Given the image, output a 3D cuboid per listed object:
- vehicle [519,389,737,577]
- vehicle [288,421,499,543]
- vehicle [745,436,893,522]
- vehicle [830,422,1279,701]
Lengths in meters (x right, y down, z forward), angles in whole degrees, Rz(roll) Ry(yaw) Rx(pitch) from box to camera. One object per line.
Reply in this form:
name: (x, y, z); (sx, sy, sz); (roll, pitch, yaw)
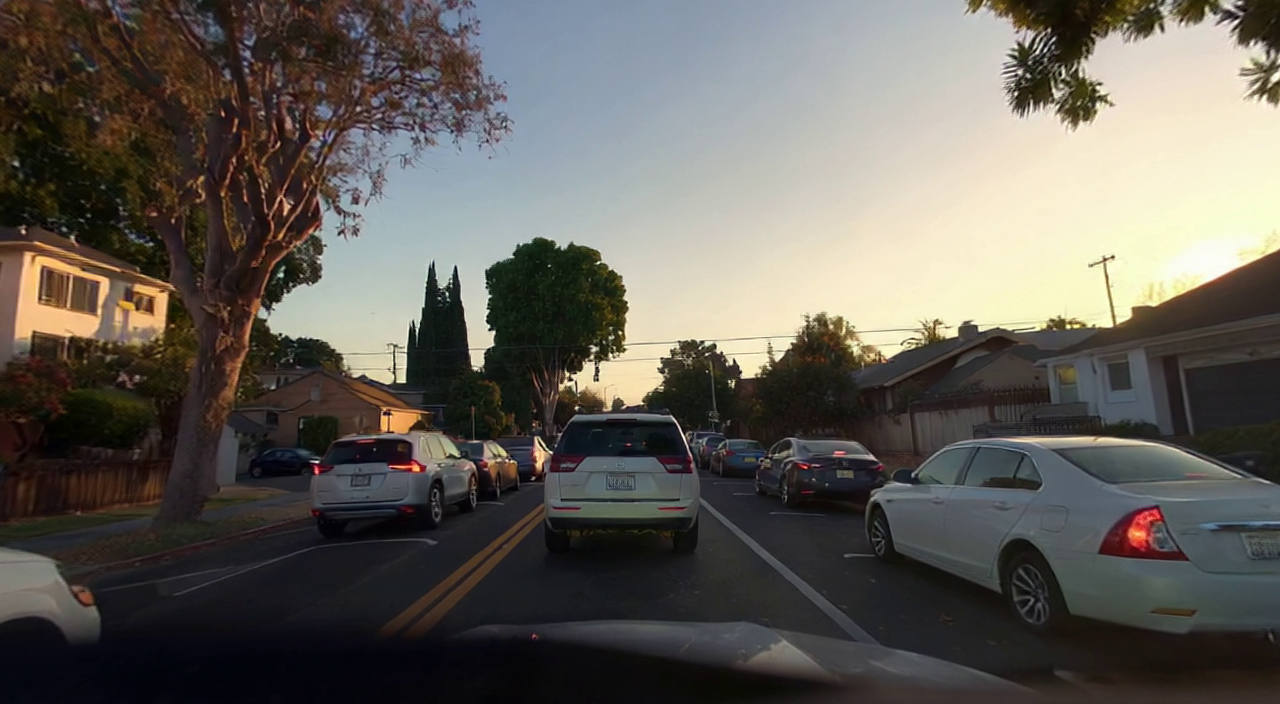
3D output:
vehicle: (-0.205, 1.613, 8.531); (2.164, 1.867, 4.254); (0, -8, -2)
vehicle: (-3.723, 2.024, 10.522); (1.864, 1.576, 4.324); (0, -8, -2)
vehicle: (3.470, 2.524, 13.085); (1.880, 1.476, 3.932); (0, -8, 0)
vehicle: (3.473, 1.463, 5.762); (1.977, 1.480, 4.589); (0, -8, -1)
